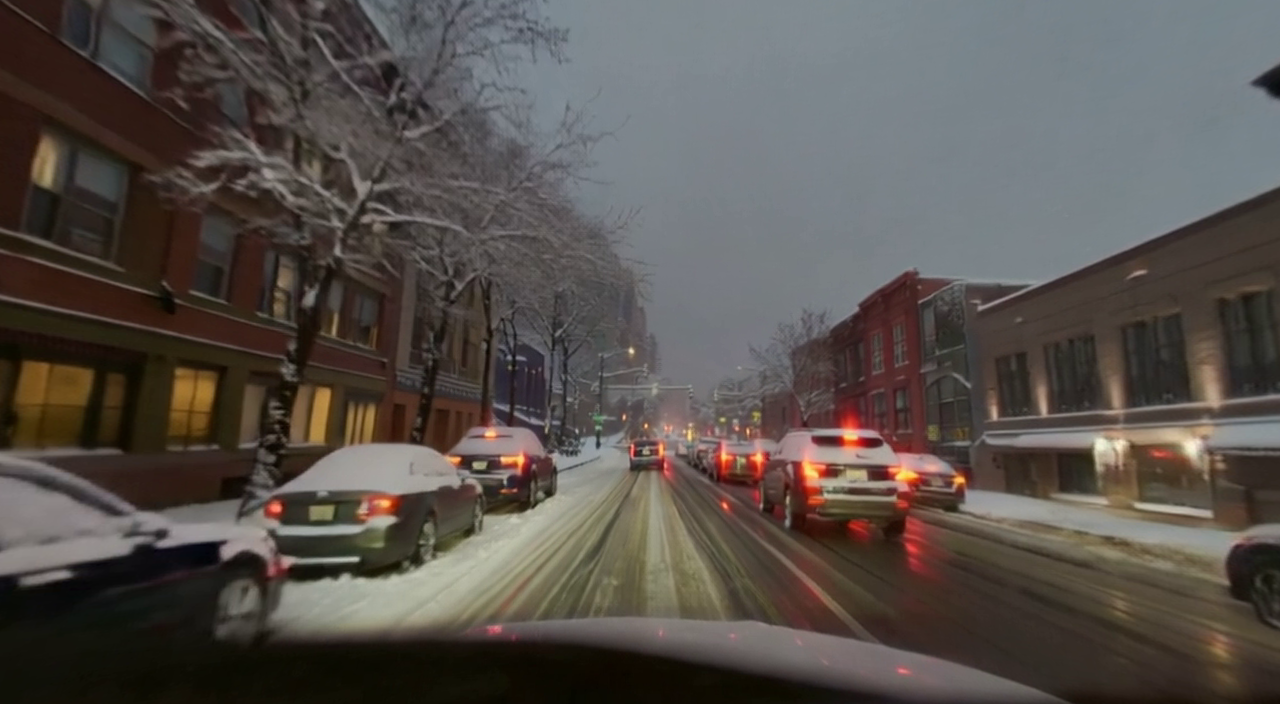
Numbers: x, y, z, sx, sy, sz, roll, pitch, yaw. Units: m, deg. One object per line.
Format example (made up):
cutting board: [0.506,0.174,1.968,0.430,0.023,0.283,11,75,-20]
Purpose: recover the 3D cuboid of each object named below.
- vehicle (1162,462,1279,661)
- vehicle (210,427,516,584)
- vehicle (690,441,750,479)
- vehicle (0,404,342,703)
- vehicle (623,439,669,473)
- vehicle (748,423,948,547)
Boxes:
vehicle: [6.354,1.643,4.347,1.913,1.624,4.116,0,-8,0]
vehicle: [-3.038,1.766,8.111,1.926,1.456,4.313,0,-8,1]
vehicle: [3.376,4.635,27.241,1.966,1.475,4.528,0,-8,0]
vehicle: [-3.252,0.954,2.423,1.863,1.466,4.416,-1,-8,3]
vehicle: [0.293,4.795,29.154,2.007,1.460,3.923,0,-8,1]
vehicle: [3.302,2.204,11.109,2.002,1.707,4.547,0,-8,0]
